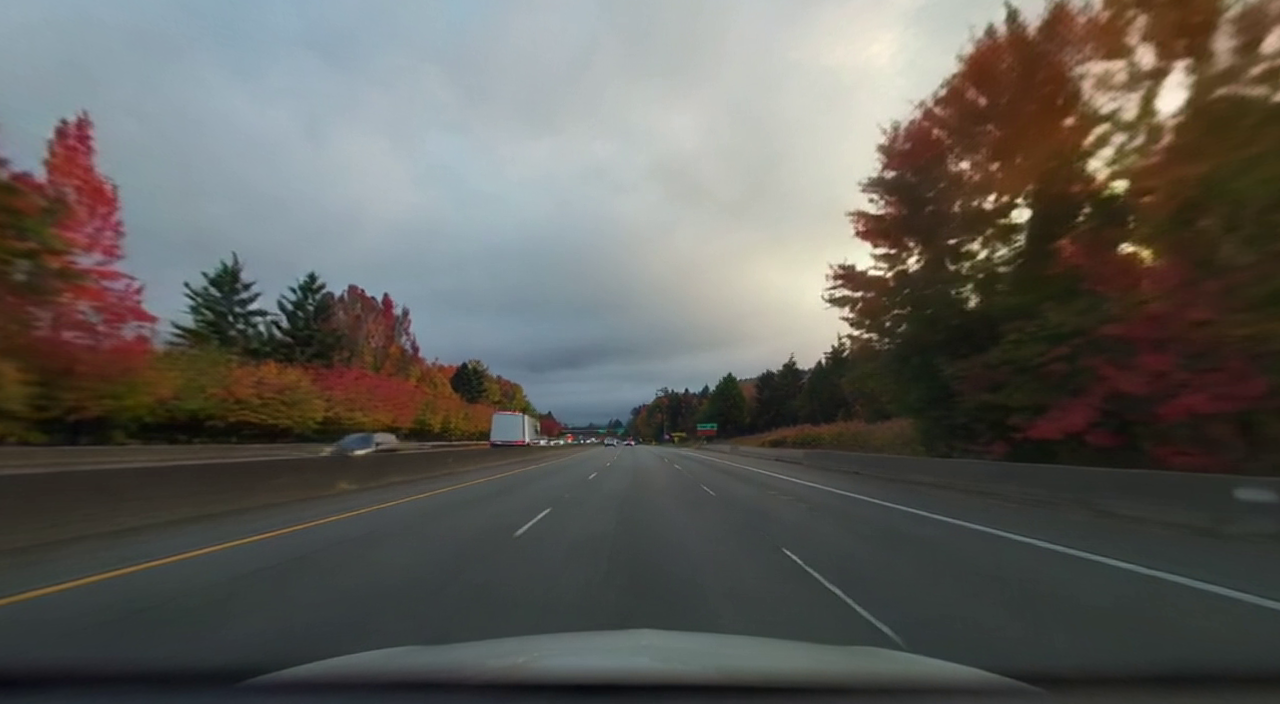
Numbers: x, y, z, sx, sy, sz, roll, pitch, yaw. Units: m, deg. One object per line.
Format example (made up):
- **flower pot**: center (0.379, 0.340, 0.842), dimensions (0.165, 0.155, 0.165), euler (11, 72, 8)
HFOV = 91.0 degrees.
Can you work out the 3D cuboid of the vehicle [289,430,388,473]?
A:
- **vehicle**: center (-11.628, 3.844, 24.566), dimensions (1.882, 1.521, 3.932), euler (0, -8, 0)
